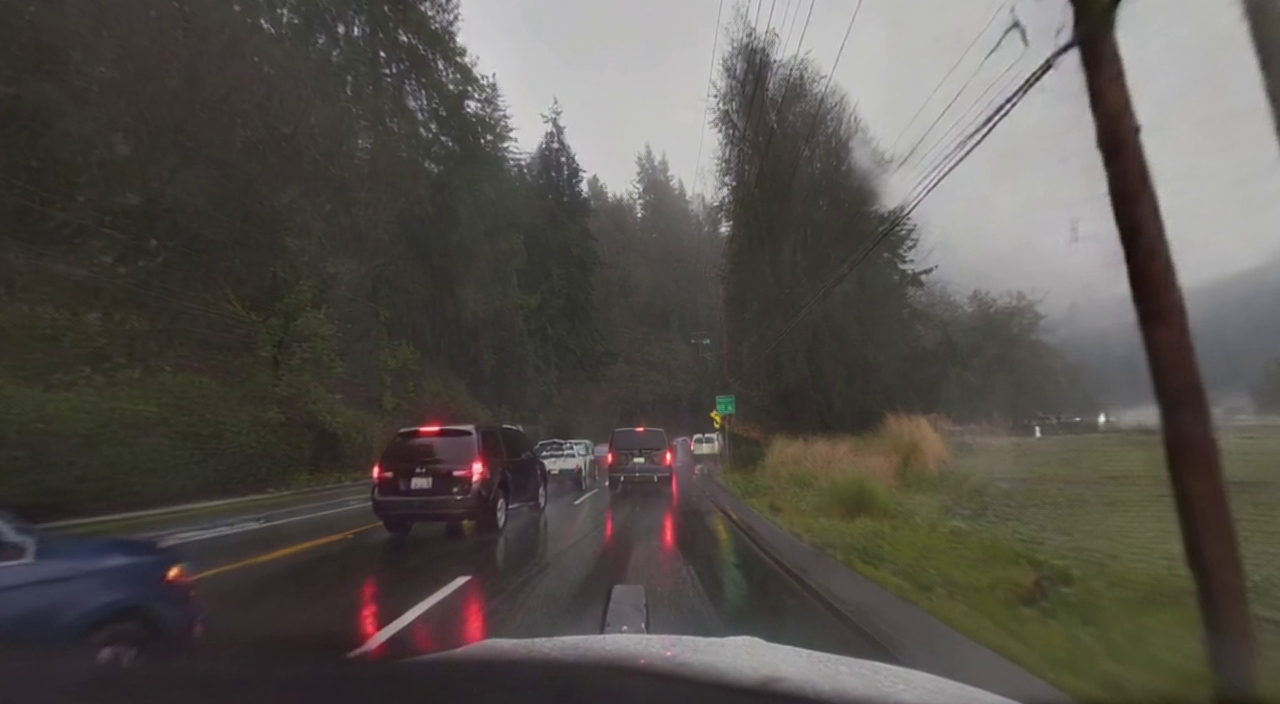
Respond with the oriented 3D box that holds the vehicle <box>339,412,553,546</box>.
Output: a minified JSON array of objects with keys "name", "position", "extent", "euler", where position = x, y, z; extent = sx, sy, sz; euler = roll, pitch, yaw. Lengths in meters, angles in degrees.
[{"name":"vehicle","position":[-2.951,2.080,10.911],"extent":[2.062,1.796,4.657],"euler":[-1,-9,2]}]

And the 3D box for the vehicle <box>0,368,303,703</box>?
[{"name":"vehicle","position":[-3.169,0.725,1.300],"extent":[2.180,1.546,4.755],"euler":[0,-9,2]}]

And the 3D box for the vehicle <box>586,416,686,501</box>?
[{"name":"vehicle","position":[-0.017,2.730,16.379],"extent":[2.241,1.912,4.095],"euler":[-1,-9,2]}]
